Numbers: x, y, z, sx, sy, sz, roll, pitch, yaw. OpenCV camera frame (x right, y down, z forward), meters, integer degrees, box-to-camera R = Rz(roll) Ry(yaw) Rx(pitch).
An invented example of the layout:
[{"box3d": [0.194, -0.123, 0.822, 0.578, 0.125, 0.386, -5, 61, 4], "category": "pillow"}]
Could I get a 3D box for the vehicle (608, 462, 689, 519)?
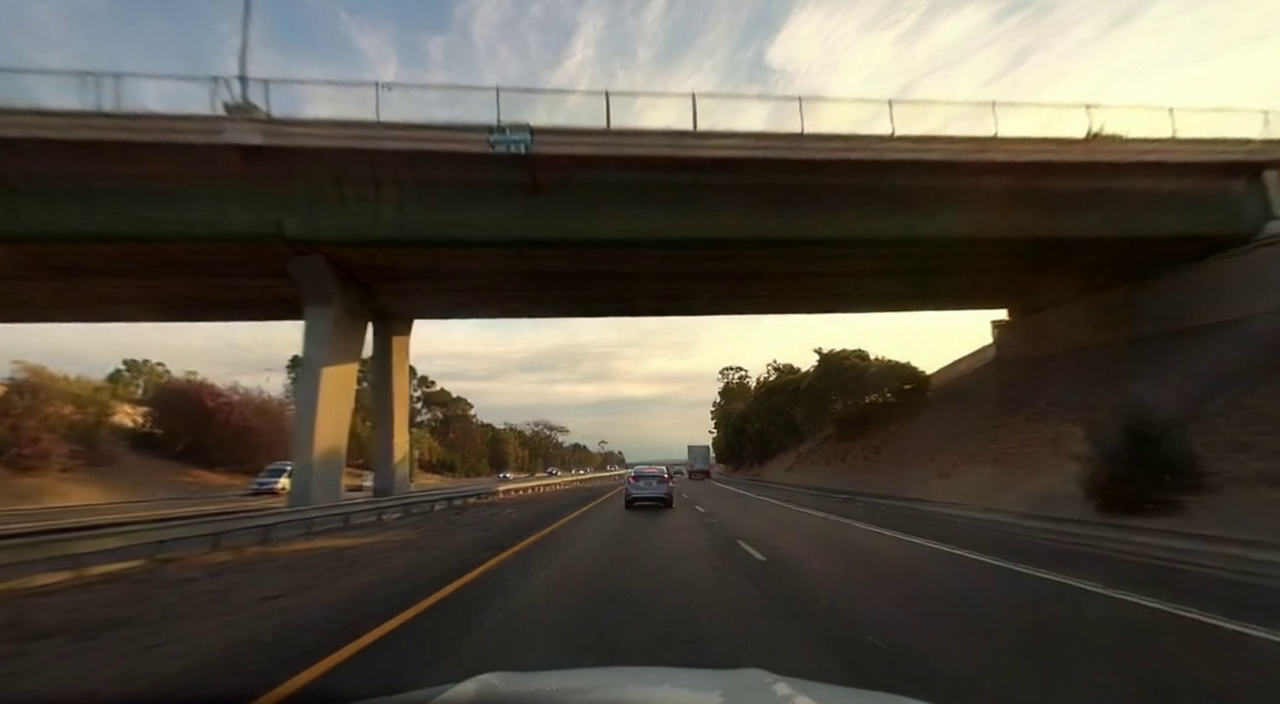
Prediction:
[{"box3d": [0.237, 4.049, 18.673, 2.156, 1.444, 3.762, 1, -11, 0], "category": "vehicle"}]
